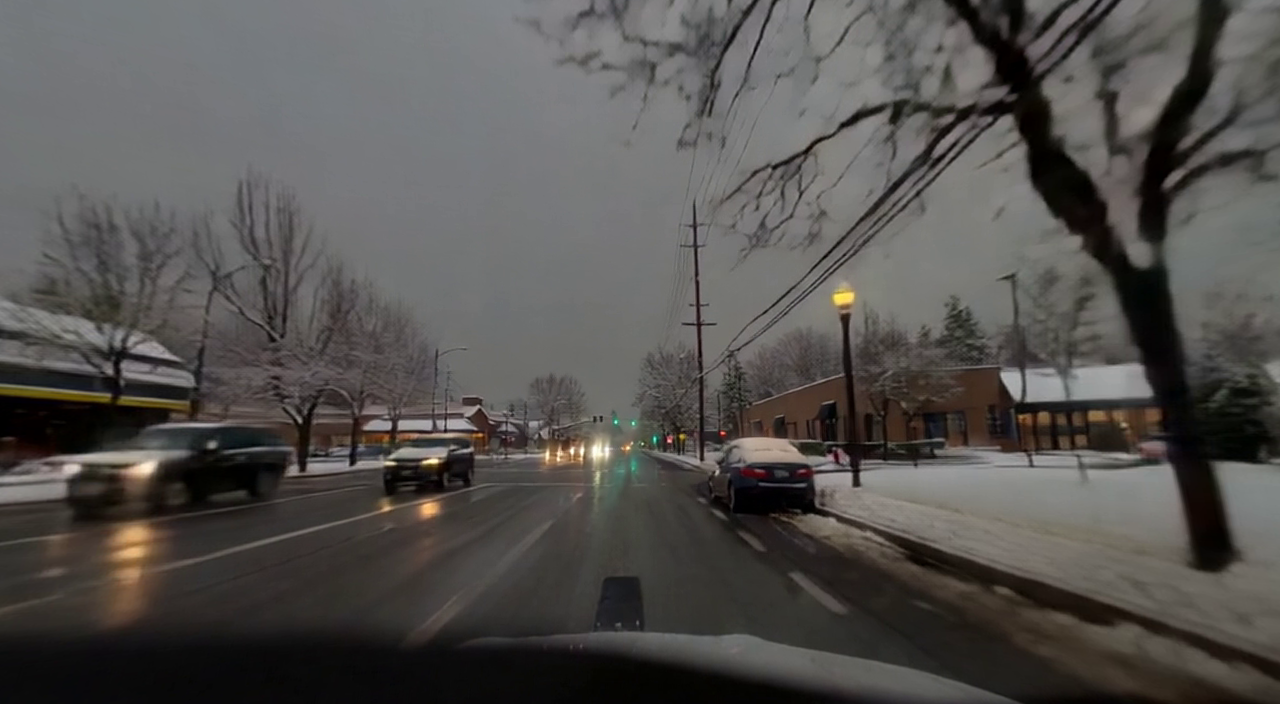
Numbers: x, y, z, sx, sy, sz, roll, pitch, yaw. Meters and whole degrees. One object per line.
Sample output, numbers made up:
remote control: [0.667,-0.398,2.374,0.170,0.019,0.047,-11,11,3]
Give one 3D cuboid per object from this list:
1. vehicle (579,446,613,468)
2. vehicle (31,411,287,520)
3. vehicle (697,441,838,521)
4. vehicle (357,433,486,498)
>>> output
vehicle: [-3.143,7.660,46.140,2.122,1.469,4.388,0,-9,0]
vehicle: [-10.399,2.498,14.302,2.088,2.031,4.616,0,-9,0]
vehicle: [2.633,2.820,14.347,2.034,1.491,4.618,1,-9,-3]
vehicle: [-6.774,3.585,20.368,2.371,1.800,4.987,0,-9,0]
